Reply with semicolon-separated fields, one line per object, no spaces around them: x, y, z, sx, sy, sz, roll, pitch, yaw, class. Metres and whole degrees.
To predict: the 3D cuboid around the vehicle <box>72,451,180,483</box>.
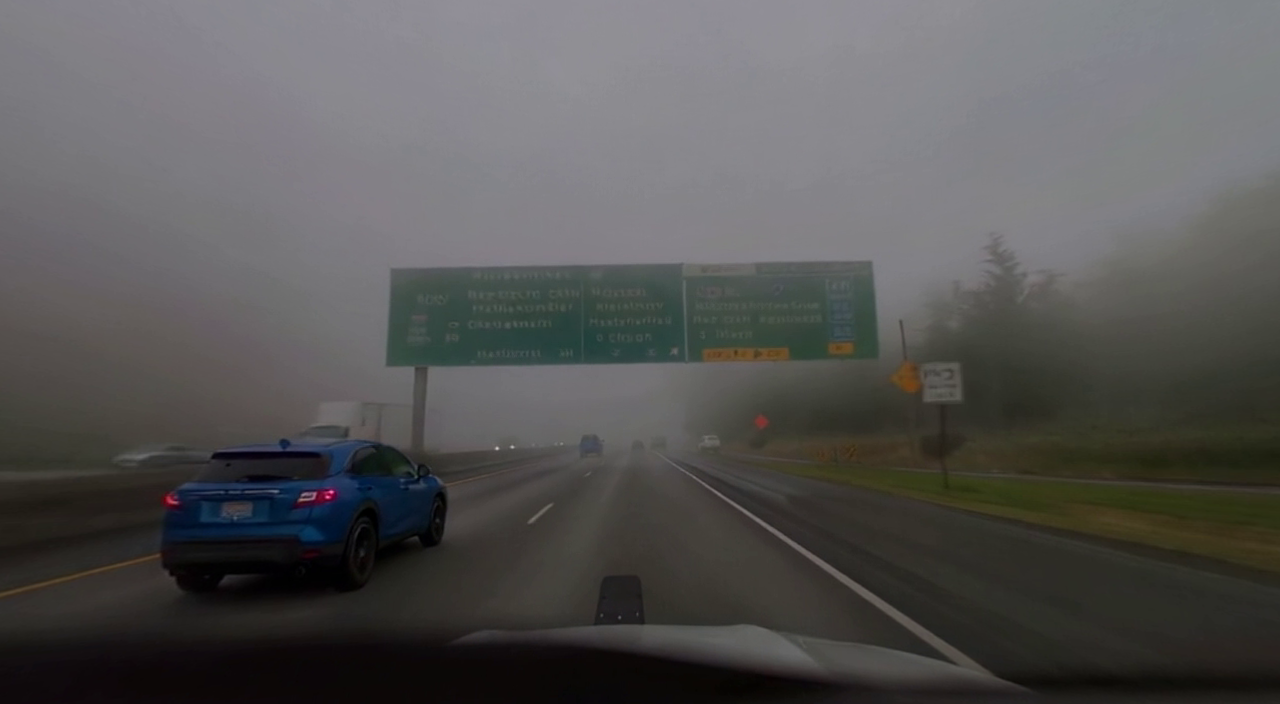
-27.192;6.054;33.440;1.864;1.494;4.580;0;-8;0;vehicle

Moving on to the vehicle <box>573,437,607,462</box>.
-3.495;6.826;44.302;2.125;1.662;4.336;0;-8;-1;vehicle

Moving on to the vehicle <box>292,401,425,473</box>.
-16.623;5.241;38.426;2.934;3.737;10.958;0;-8;1;vehicle
